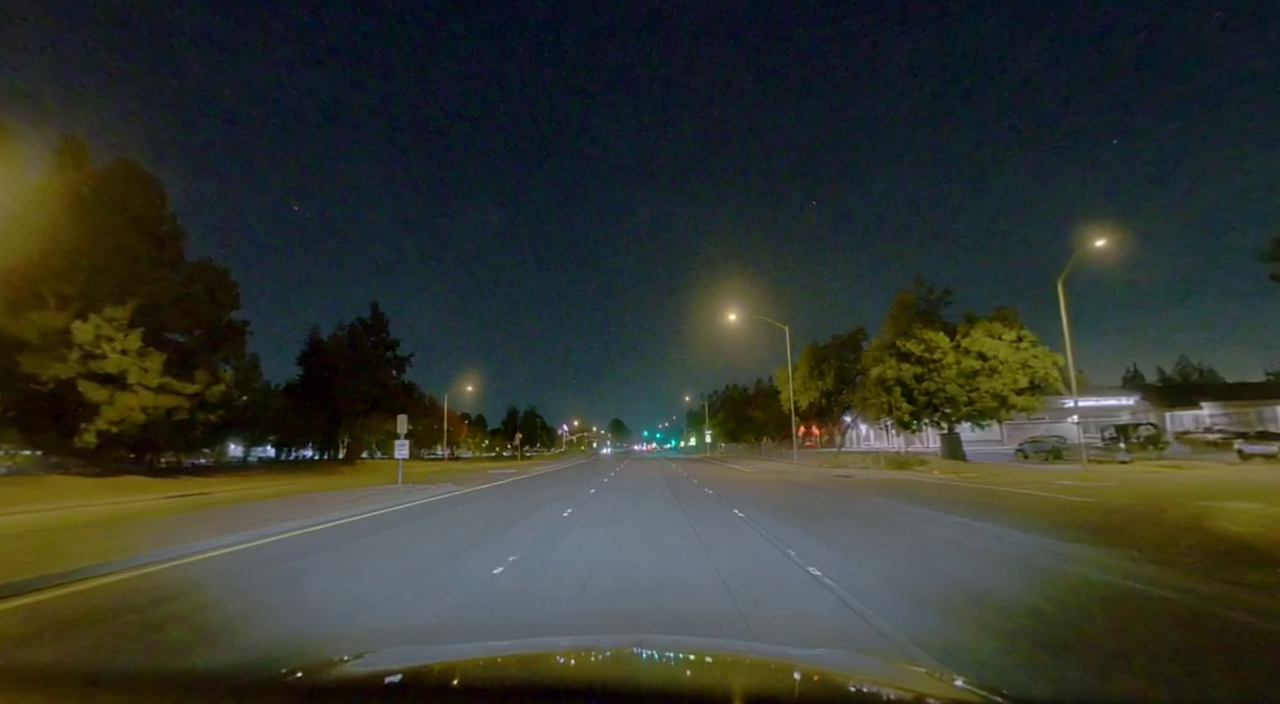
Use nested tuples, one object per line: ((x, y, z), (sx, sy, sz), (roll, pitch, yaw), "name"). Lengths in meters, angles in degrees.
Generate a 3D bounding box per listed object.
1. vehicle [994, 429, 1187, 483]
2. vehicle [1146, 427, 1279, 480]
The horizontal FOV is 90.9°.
((17.966, 4.146, 25.428), (5.770, 1.844, 2.360), (-3, -7, 5), "vehicle")
((22.993, 4.004, 25.161), (3.449, 1.863, 2.299), (-3, -7, 6), "vehicle")
